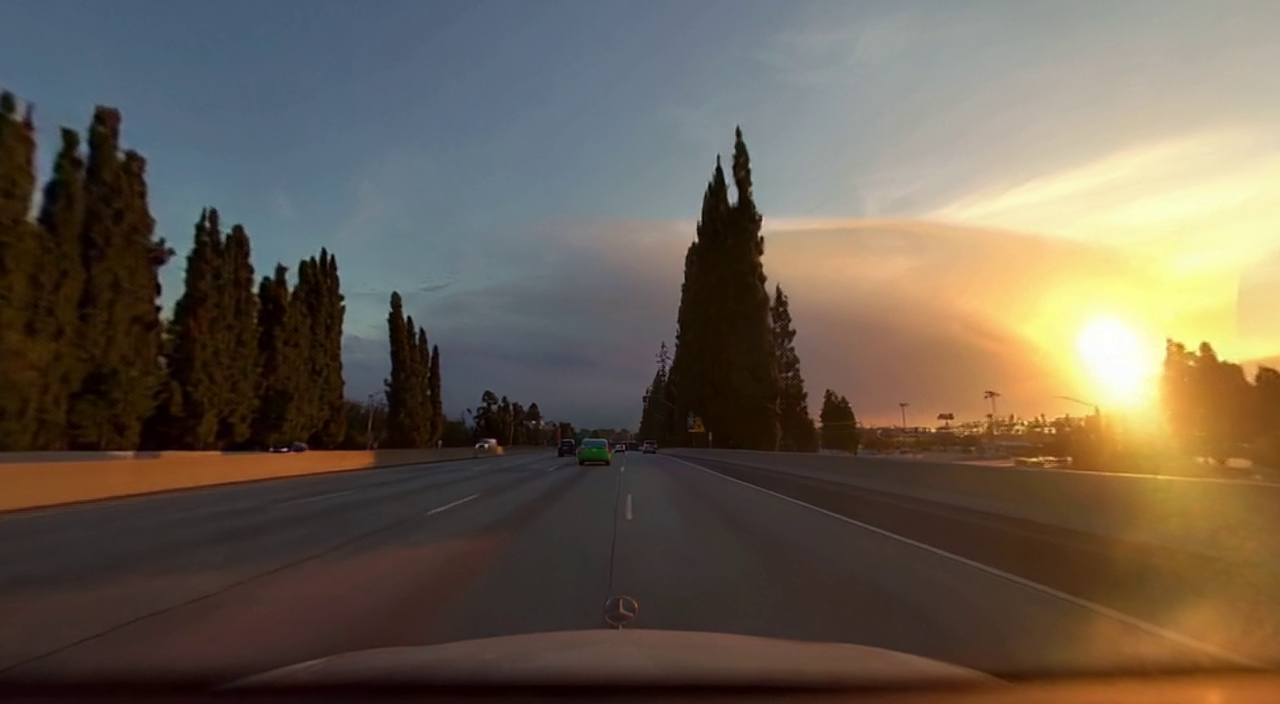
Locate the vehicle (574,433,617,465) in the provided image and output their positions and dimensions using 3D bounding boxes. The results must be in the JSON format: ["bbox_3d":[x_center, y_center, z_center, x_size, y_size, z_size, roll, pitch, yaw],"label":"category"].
[{"bbox_3d":[-2.641,5.888,38.444,2.302,1.810,4.707,0,-8,0],"label":"vehicle"}]
